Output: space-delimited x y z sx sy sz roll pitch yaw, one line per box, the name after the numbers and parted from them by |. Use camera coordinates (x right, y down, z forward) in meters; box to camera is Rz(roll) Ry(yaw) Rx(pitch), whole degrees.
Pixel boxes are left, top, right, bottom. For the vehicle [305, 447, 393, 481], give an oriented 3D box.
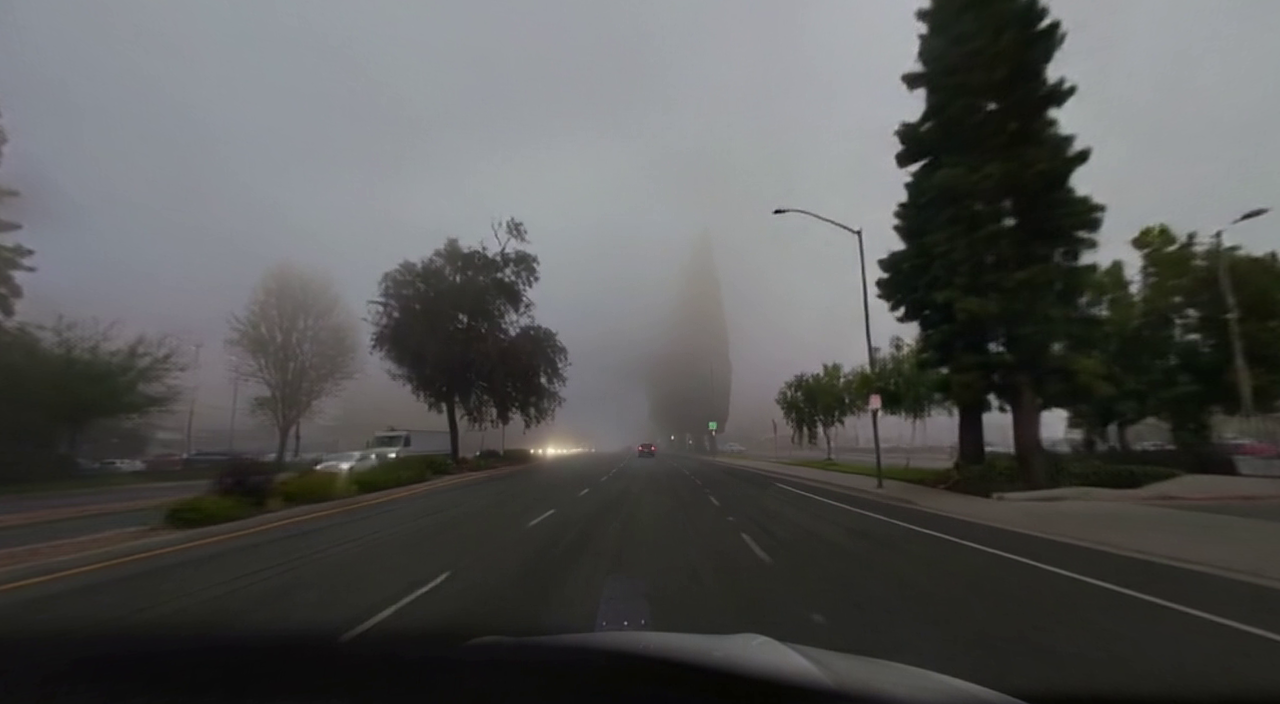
-13.746 5.288 30.116 1.914 1.496 4.742 0 -8 0 | vehicle

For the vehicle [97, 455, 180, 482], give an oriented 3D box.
-32.531 7.541 40.946 4.001 1.415 1.693 -3 -8 0 | vehicle
